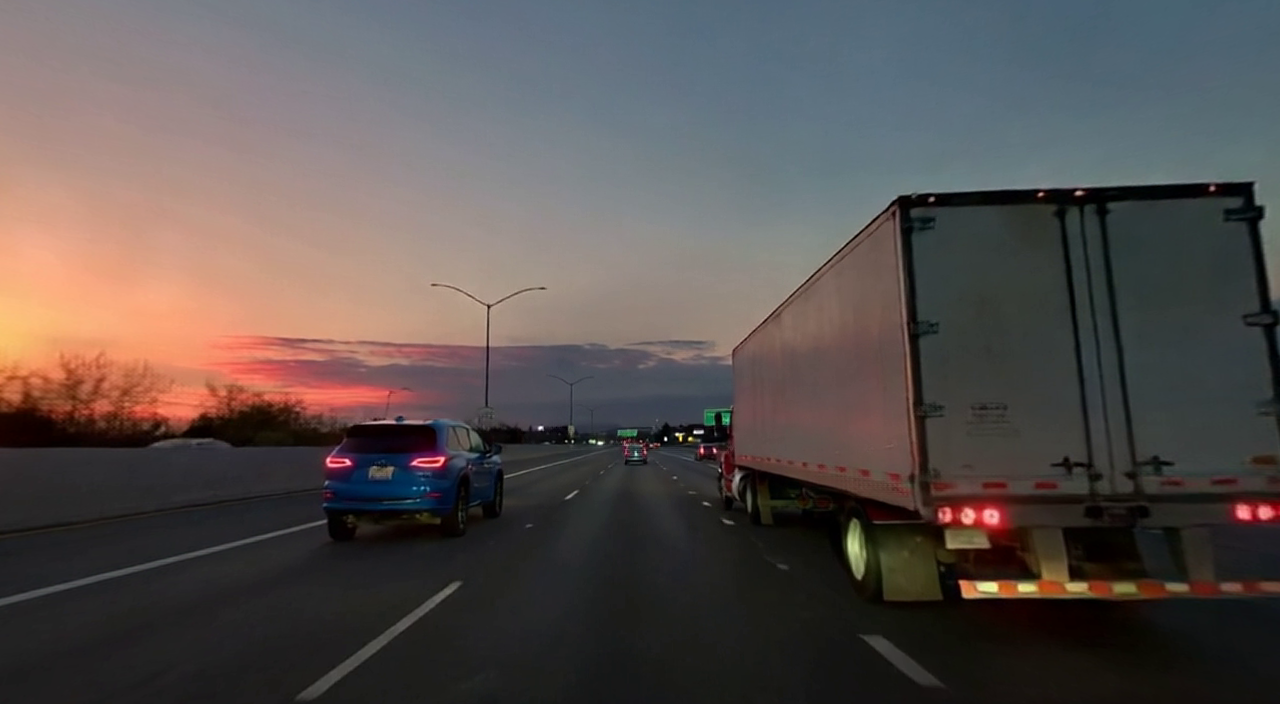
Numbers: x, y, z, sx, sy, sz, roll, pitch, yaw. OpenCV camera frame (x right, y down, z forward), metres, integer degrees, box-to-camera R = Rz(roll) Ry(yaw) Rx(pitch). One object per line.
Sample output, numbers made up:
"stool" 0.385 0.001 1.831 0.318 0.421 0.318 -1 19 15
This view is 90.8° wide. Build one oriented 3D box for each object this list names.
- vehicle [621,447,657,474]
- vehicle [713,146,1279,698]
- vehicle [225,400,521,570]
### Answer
"vehicle" -0.064 6.004 35.335 1.929 1.395 3.999 0 -9 0
"vehicle" 3.289 1.138 9.278 2.934 3.325 10.986 0 -9 -1
"vehicle" -3.309 1.783 9.192 2.229 1.806 4.698 0 -9 0
